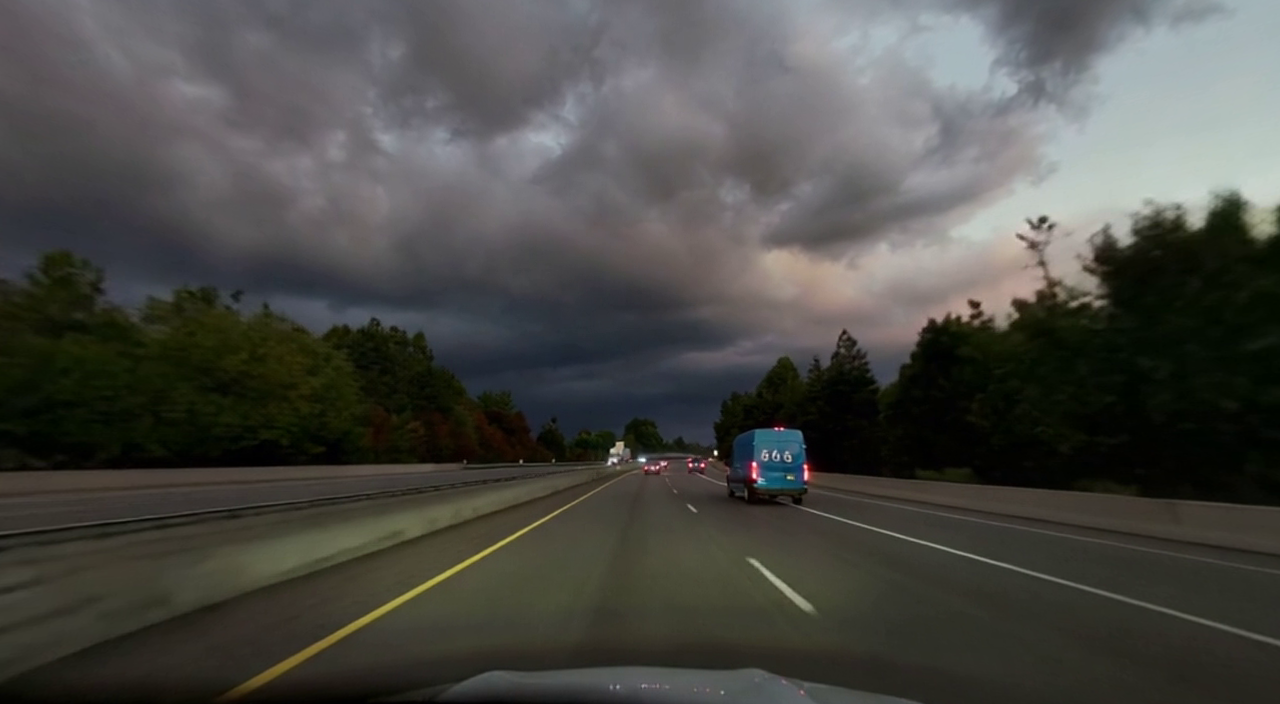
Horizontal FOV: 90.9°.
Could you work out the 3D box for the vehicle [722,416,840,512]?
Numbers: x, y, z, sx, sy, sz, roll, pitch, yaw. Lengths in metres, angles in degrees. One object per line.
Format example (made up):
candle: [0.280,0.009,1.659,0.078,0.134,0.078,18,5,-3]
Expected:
vehicle: [4.275,3.635,20.359,2.366,2.595,5.793,1,-11,-1]
